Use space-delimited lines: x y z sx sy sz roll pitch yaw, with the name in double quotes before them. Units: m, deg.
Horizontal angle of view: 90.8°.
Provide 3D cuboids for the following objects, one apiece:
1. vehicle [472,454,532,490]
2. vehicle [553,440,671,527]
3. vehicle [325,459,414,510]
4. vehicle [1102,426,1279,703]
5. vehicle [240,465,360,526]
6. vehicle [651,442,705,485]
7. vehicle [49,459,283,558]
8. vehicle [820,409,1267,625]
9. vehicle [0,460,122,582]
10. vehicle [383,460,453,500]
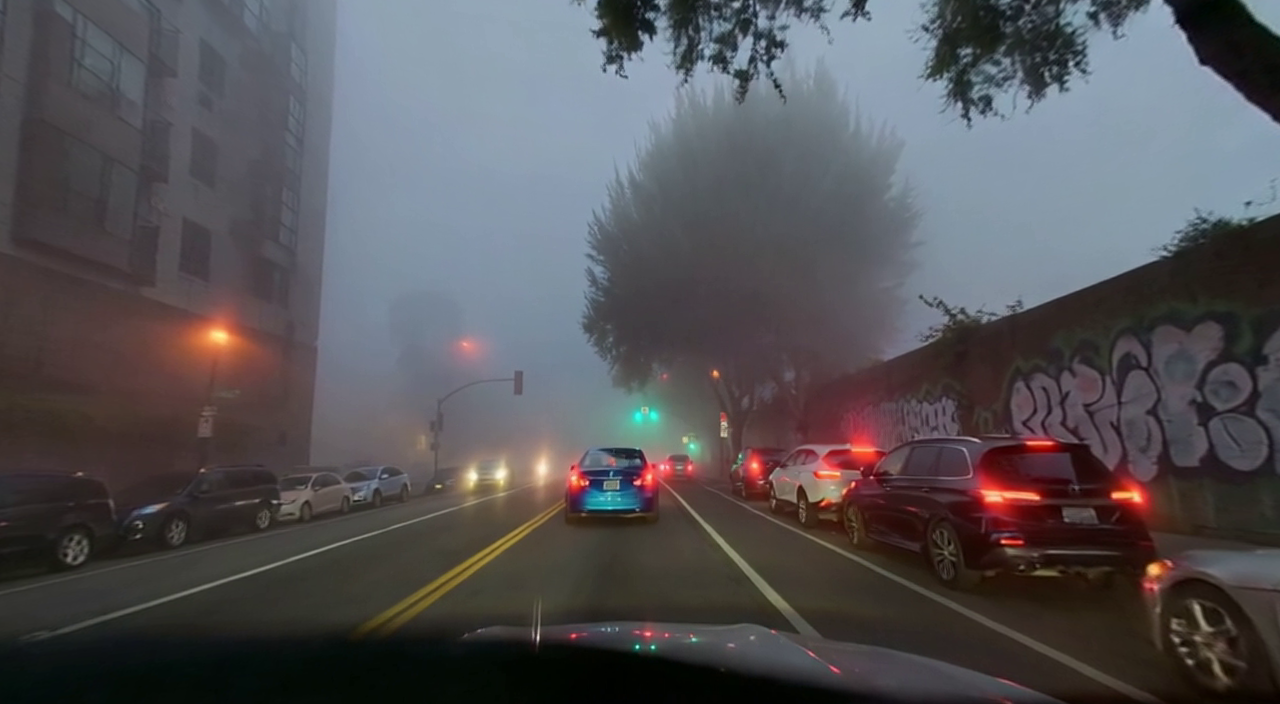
"vehicle" -6.690 5.854 31.094 1.906 1.445 4.490 -4 -8 0
"vehicle" -0.526 2.749 13.840 2.166 1.579 4.300 0 -8 0
"vehicle" -11.063 5.400 26.121 1.822 1.639 4.144 -6 -8 0
"vehicle" 4.186 1.010 2.077 1.955 1.535 4.266 2 -9 -3
"vehicle" -11.002 4.630 20.840 1.741 1.506 4.370 -4 -8 -3
"vehicle" 1.678 4.997 28.570 2.207 1.761 4.292 -1 -8 2
"vehicle" -10.944 3.575 15.159 2.276 1.741 4.439 -4 -8 -1
"vehicle" 4.206 1.789 8.061 2.097 1.811 5.230 0 -8 -2
"vehicle" -10.810 2.701 9.654 1.988 1.781 4.827 -5 -8 -4
"vehicle" -11.115 6.406 31.979 1.931 1.499 4.645 -6 -8 -2
